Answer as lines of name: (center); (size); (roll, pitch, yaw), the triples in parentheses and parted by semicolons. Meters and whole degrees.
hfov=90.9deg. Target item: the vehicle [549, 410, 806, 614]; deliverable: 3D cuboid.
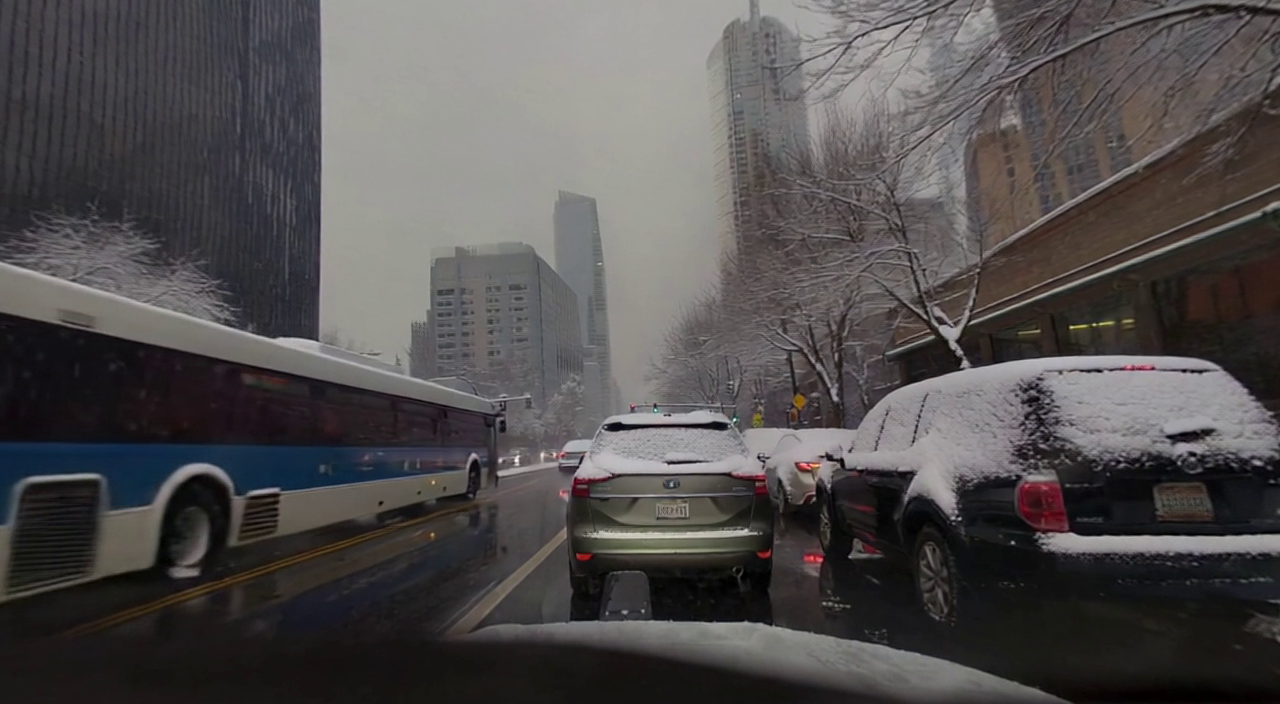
vehicle: (0.247, 1.549, 6.894); (2.045, 1.608, 3.573); (0, -9, -2)

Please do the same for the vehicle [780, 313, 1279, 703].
vehicle: (2.756, 1.114, 4.977); (2.117, 1.855, 4.794); (0, -9, -1)

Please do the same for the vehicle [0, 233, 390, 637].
vehicle: (-6.727, 1.174, 8.463); (2.907, 3.307, 9.137); (0, -9, 0)
